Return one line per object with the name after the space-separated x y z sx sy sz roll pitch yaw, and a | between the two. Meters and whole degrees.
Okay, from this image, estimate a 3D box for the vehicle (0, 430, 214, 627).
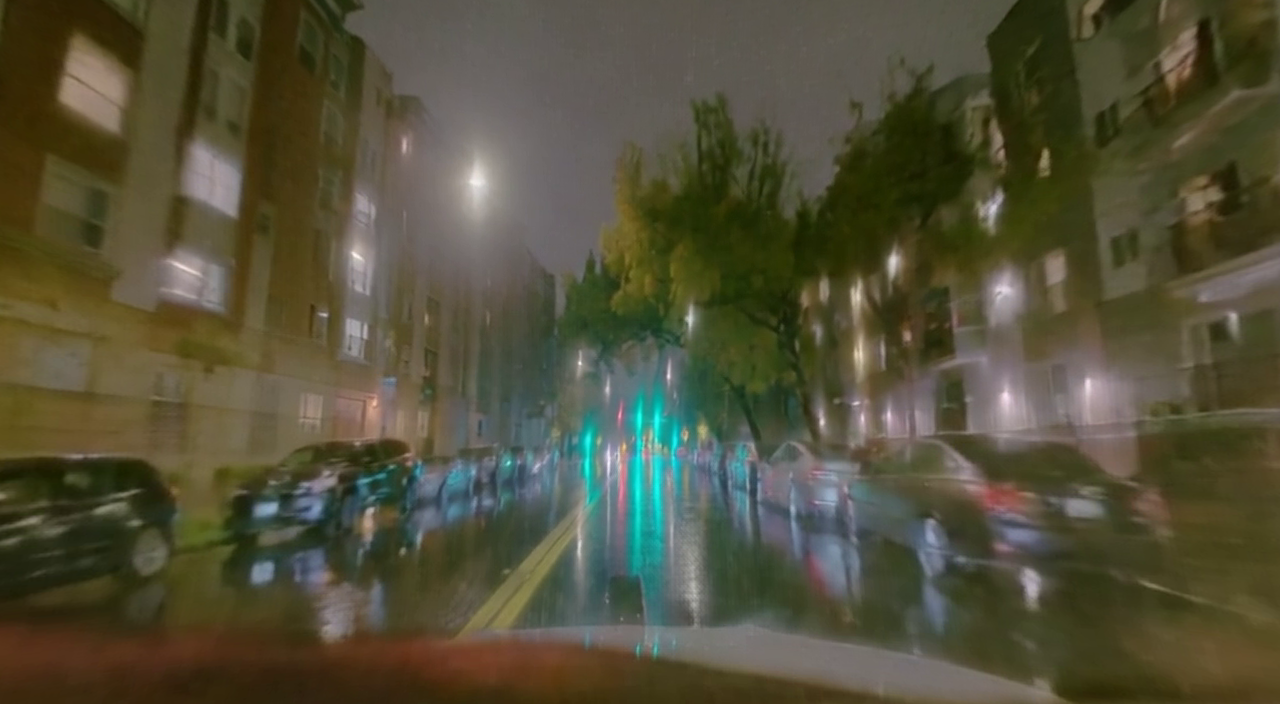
-6.234 1.617 5.690 1.763 1.612 4.462 -6 -8 -1 | vehicle

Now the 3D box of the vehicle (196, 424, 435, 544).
-6.103 2.492 12.774 2.175 1.849 4.725 -3 -8 3 | vehicle

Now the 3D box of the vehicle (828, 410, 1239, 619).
3.856 1.654 7.471 1.924 1.657 4.665 0 -8 1 | vehicle
